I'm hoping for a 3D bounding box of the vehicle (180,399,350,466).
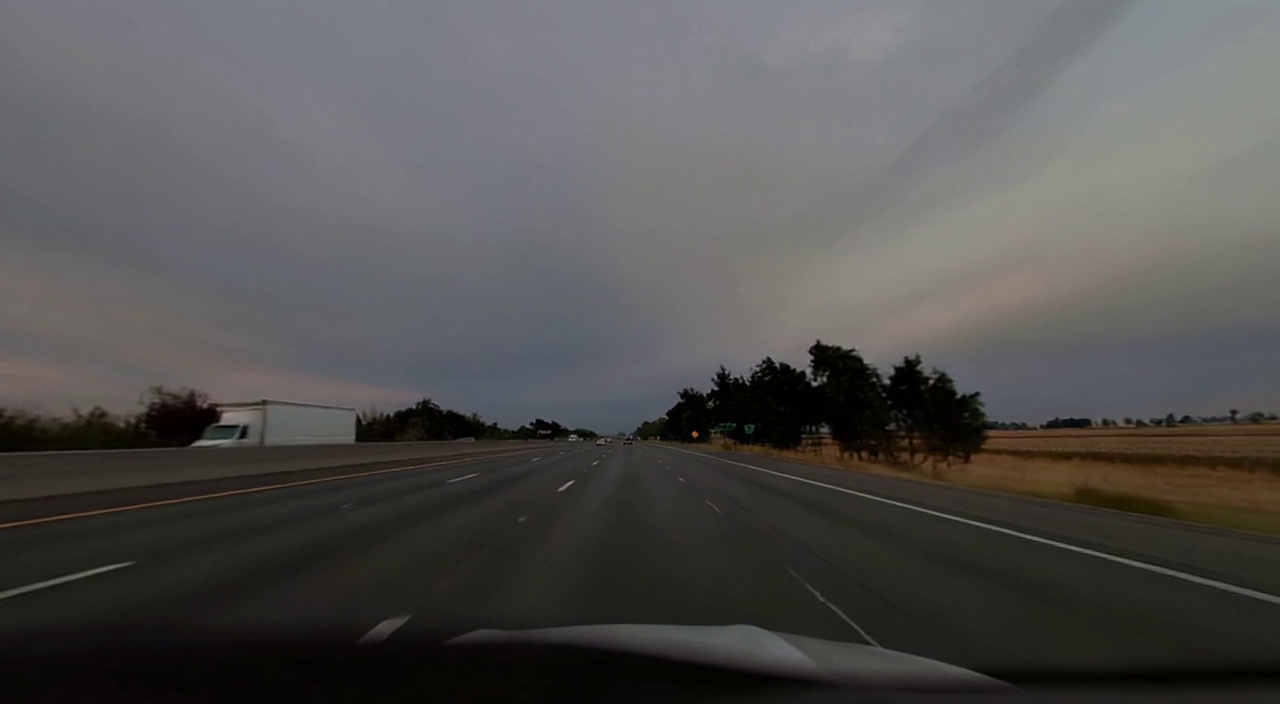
[{"bbox_3d":[-28.007,6.307,48.913,3.237,4.301,16.964,0,-8,-2],"label":"vehicle"}]
